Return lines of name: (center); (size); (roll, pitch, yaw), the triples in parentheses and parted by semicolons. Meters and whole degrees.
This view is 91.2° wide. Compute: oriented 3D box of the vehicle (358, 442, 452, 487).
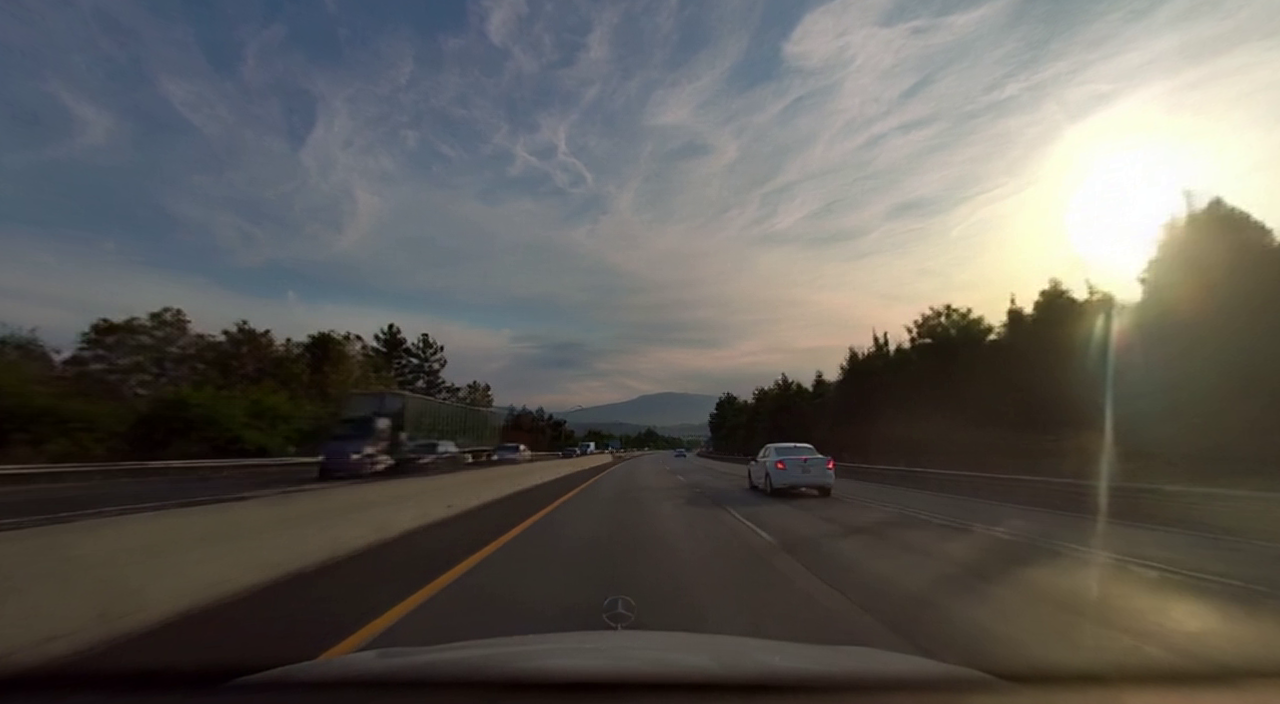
vehicle: (-9.076, 4.361, 24.610); (1.950, 1.601, 4.338); (0, -9, 1)

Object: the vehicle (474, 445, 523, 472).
vehicle: (-9.000, 6.791, 40.184); (2.023, 1.628, 4.241); (-1, -9, 1)

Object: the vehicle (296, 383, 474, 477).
vehicle: (-13.340, 4.696, 35.759); (3.099, 4.089, 16.683); (0, -9, 0)

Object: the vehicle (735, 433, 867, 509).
vehicle: (3.931, 3.017, 16.306); (2.089, 1.660, 4.729); (0, -9, -1)
